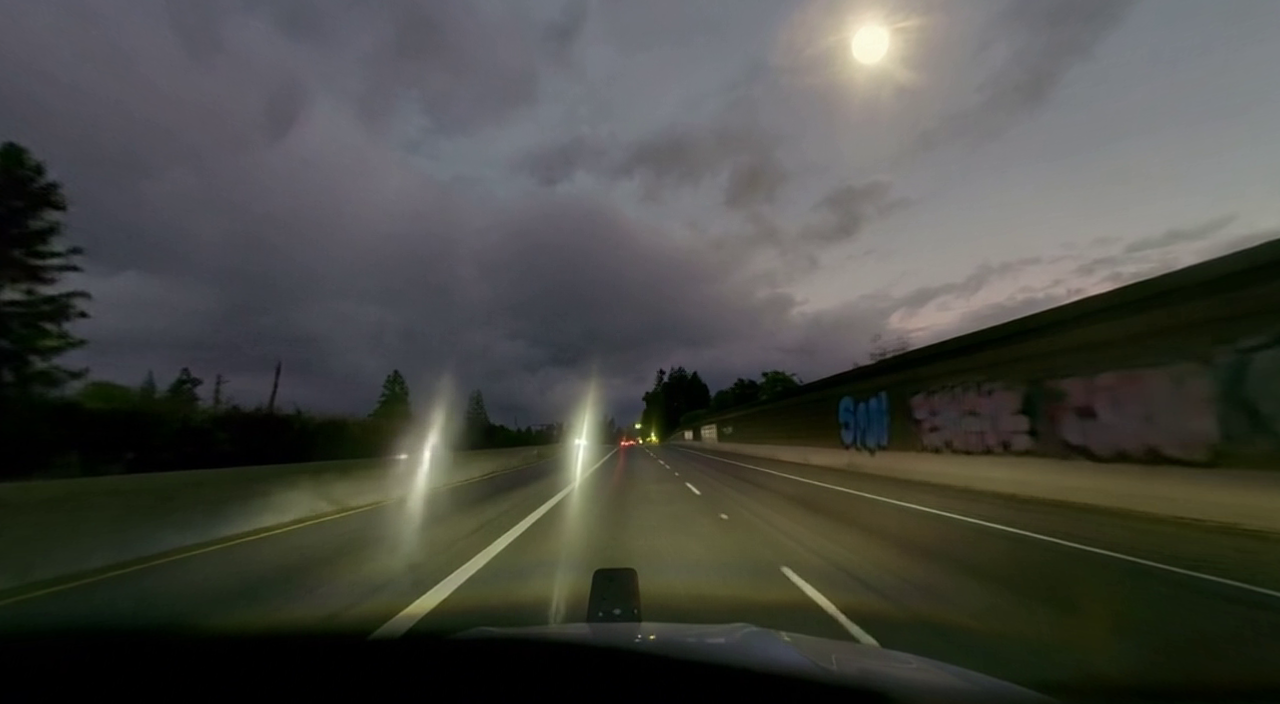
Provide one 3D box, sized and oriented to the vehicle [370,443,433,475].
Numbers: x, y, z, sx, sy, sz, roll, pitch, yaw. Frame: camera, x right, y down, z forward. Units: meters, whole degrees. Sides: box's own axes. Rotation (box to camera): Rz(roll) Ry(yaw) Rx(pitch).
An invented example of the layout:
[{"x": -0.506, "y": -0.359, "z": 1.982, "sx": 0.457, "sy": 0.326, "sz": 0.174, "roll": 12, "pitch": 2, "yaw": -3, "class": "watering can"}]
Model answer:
[{"x": -13.027, "y": 5.841, "z": 34.743, "sx": 1.809, "sy": 1.557, "sz": 4.394, "roll": 0, "pitch": -8, "yaw": -1, "class": "vehicle"}]
